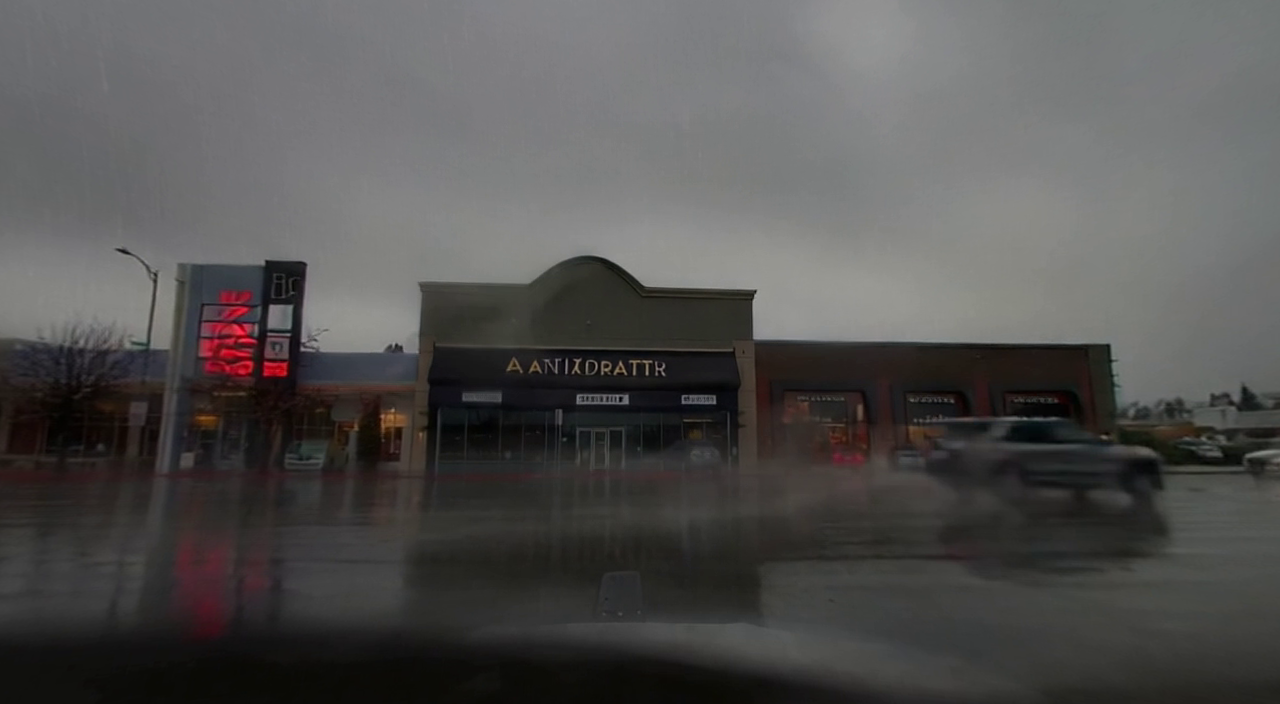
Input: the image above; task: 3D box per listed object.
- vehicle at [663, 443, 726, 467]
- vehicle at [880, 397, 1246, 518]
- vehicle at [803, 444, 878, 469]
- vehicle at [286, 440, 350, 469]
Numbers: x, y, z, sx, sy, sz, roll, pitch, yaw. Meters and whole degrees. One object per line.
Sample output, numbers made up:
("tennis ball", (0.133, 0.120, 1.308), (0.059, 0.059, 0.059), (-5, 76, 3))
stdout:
("vehicle", (3.447, 6.620, 40.855), (1.812, 1.468, 4.519), (5, -10, -28))
("vehicle", (6.828, 1.727, 10.601), (4.735, 1.779, 2.051), (1, -8, -5))
("vehicle", (12.851, 6.700, 40.733), (1.791, 1.453, 4.593), (5, -10, -29))
("vehicle", (-20.140, 6.365, 39.465), (4.596, 1.680, 1.936), (-8, -11, 41))
